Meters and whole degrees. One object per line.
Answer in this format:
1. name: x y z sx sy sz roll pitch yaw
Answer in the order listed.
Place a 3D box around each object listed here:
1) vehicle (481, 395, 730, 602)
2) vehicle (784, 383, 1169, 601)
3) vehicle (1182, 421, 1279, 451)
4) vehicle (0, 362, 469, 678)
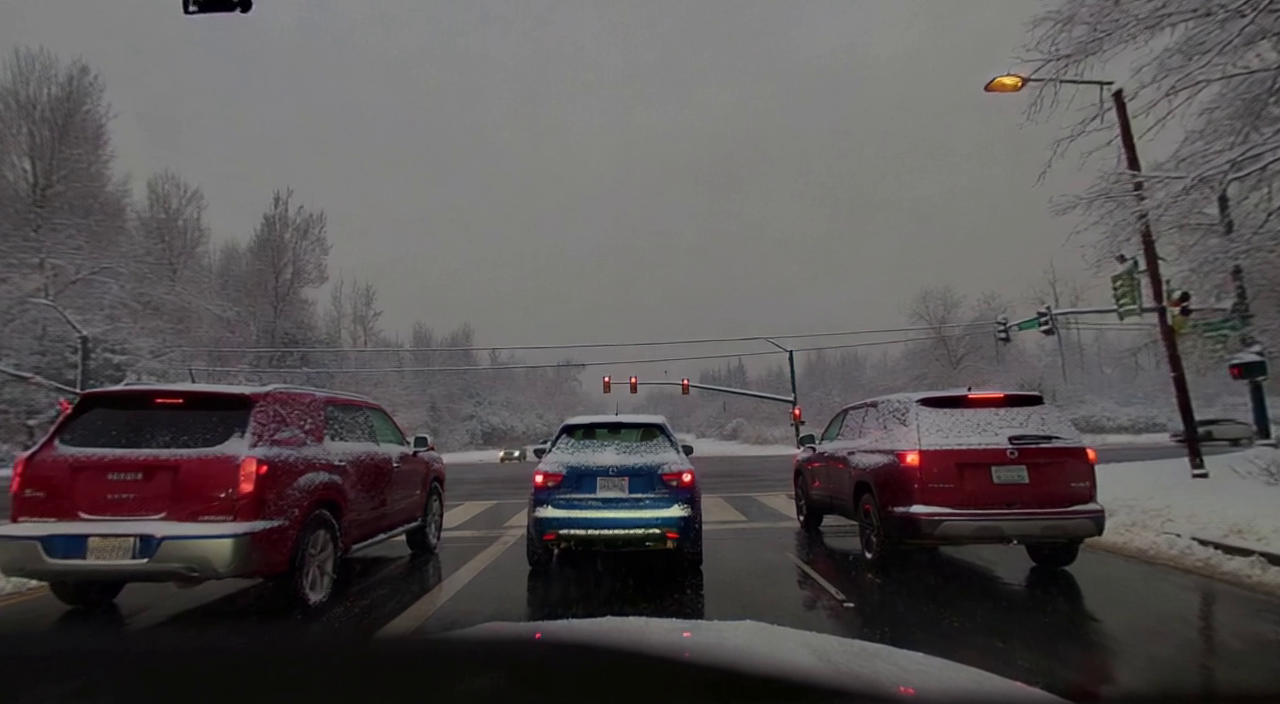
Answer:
1. vehicle: -0.231 1.512 7.315 2.067 1.702 3.987 0 -8 2
2. vehicle: 3.283 1.479 7.512 2.083 1.779 4.532 0 -8 0
3. vehicle: 32.819 4.648 34.751 4.175 1.634 1.877 1 -8 -4
4. vehicle: -3.273 1.279 5.903 2.047 1.810 4.414 0 -8 1
